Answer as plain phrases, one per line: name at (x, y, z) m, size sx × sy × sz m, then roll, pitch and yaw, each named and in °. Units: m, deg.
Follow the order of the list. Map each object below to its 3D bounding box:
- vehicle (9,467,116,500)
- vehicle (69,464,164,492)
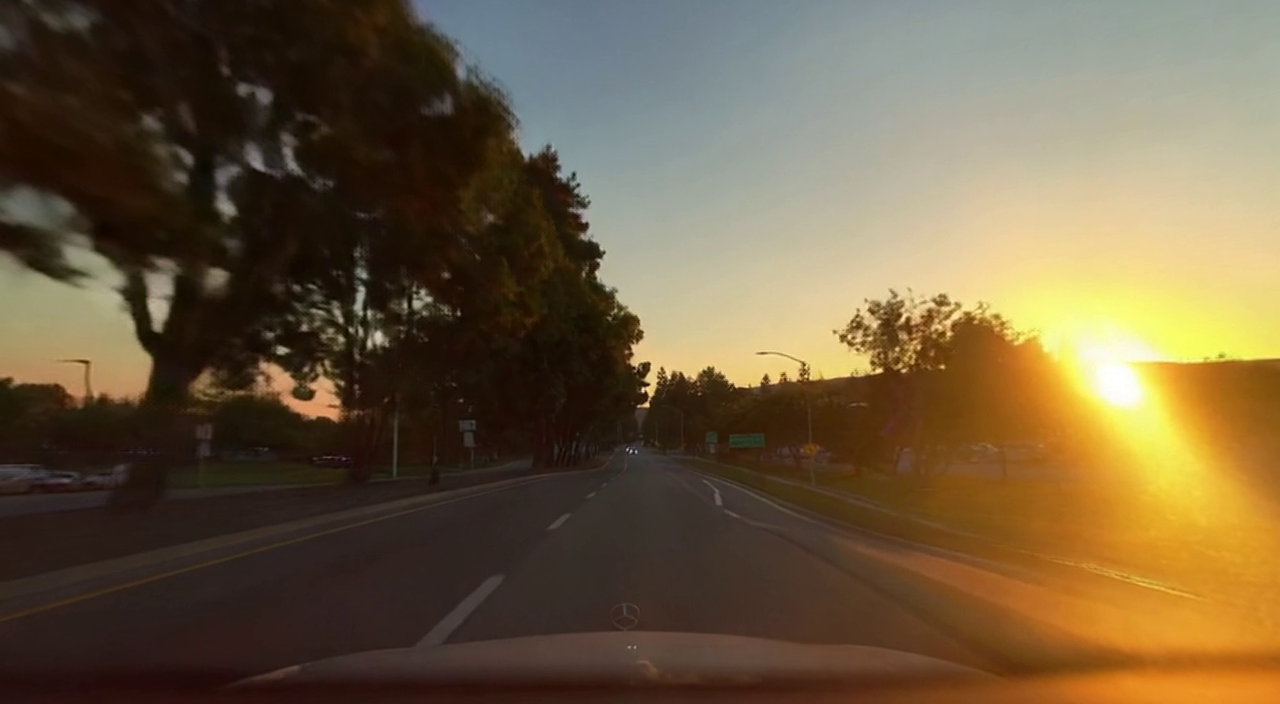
vehicle at (-40.820, 9.331, 44.763) m, size 5.468 × 1.817 × 2.212 m, roll -5°, pitch -13°, yaw 2°
vehicle at (-41.077, 9.865, 49.675) m, size 5.552 × 2.047 × 2.384 m, roll -1°, pitch -9°, yaw 6°
